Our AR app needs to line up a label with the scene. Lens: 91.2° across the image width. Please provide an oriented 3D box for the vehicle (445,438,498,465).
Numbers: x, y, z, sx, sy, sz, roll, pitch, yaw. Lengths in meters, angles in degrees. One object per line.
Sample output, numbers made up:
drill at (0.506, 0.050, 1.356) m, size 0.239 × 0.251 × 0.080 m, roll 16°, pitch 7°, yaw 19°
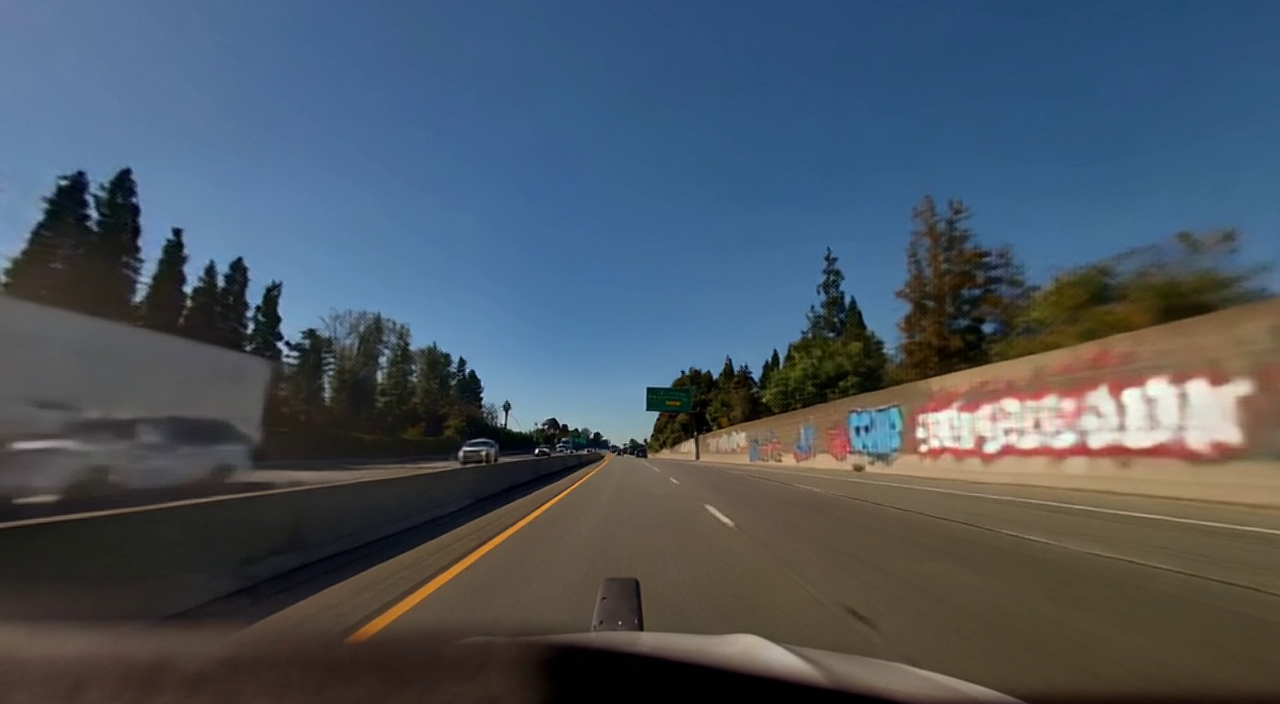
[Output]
vehicle at (-10.192, 6.038, 38.241) m, size 2.055 × 1.526 × 4.468 m, roll 0°, pitch -9°, yaw -1°

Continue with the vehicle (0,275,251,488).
vehicle at (-13.595, 0.612, 12.257) m, size 2.852 × 3.992 × 14.363 m, roll 0°, pitch -9°, yaw 0°

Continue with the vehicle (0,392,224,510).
vehicle at (-9.379, 1.622, 10.388) m, size 1.978 × 1.542 × 4.321 m, roll 0°, pitch -9°, yaw 0°
